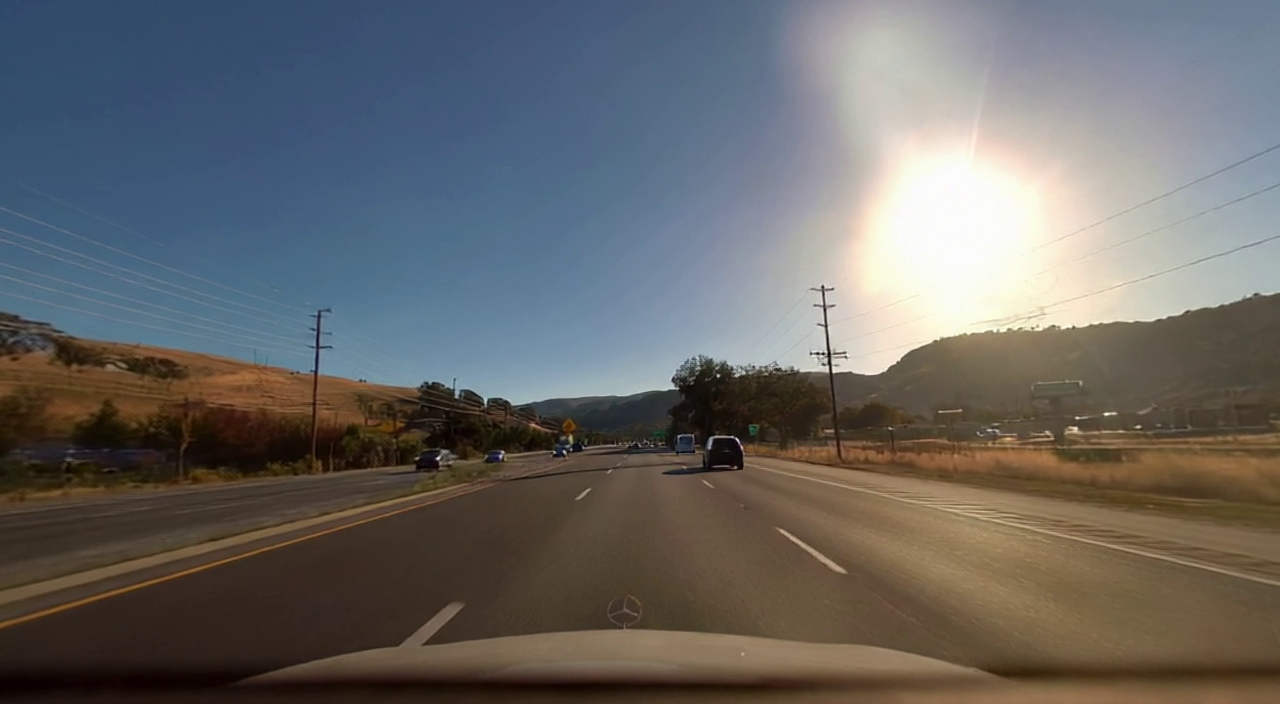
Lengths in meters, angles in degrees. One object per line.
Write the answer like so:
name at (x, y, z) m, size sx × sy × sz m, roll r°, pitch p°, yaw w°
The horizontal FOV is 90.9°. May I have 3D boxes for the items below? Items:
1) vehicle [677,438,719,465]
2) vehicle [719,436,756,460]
vehicle at (3.487, 6.108, 38.979) m, size 2.148 × 1.538 × 4.430 m, roll 0°, pitch -8°, yaw 0°
vehicle at (7.602, 7.518, 49.545) m, size 2.084 × 1.830 × 4.684 m, roll 0°, pitch -8°, yaw 0°
